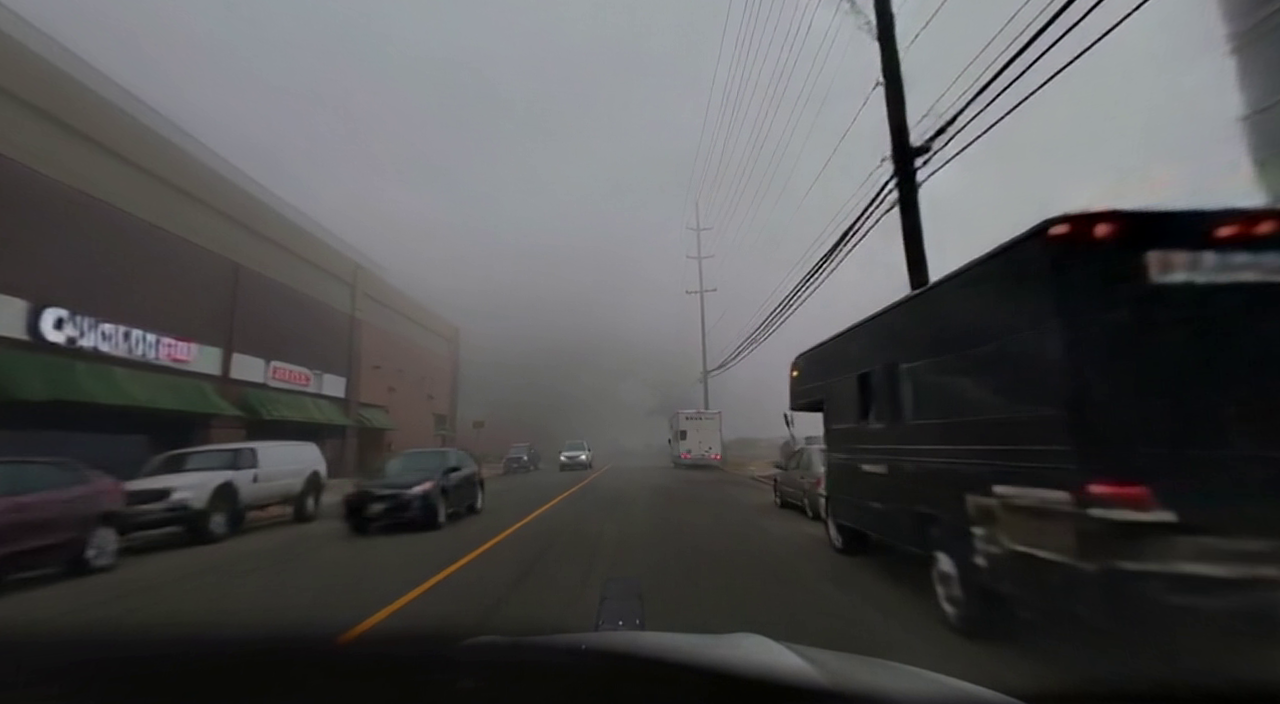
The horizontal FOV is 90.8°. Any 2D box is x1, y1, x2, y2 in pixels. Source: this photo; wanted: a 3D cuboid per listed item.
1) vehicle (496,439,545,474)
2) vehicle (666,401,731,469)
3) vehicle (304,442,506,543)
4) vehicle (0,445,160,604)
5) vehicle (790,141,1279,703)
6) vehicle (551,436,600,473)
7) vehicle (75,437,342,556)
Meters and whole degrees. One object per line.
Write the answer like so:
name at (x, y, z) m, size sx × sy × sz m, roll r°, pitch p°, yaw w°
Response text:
vehicle at (-8.056, 7.137, 43.168) m, size 2.177 × 2.075 × 5.427 m, roll -4°, pitch -9°, yaw 0°
vehicle at (3.748, 5.760, 42.598) m, size 3.029 × 3.860 × 7.726 m, roll -5°, pitch -11°, yaw -3°
vehicle at (-4.009, 2.448, 11.750) m, size 1.966 × 1.482 × 4.473 m, roll -1°, pitch -9°, yaw 1°
vehicle at (-7.922, 1.903, 6.990) m, size 1.903 × 1.710 × 4.322 m, roll 0°, pitch -9°, yaw -2°
vehicle at (3.723, 0.791, 6.340) m, size 2.880 × 2.959 × 6.375 m, roll -1°, pitch -8°, yaw 1°
vehicle at (-3.709, 5.976, 37.070) m, size 2.307 × 1.998 × 4.734 m, roll -1°, pitch -9°, yaw 1°
vehicle at (-7.906, 2.628, 12.351) m, size 2.001 × 1.830 × 4.735 m, roll 0°, pitch -9°, yaw -2°
